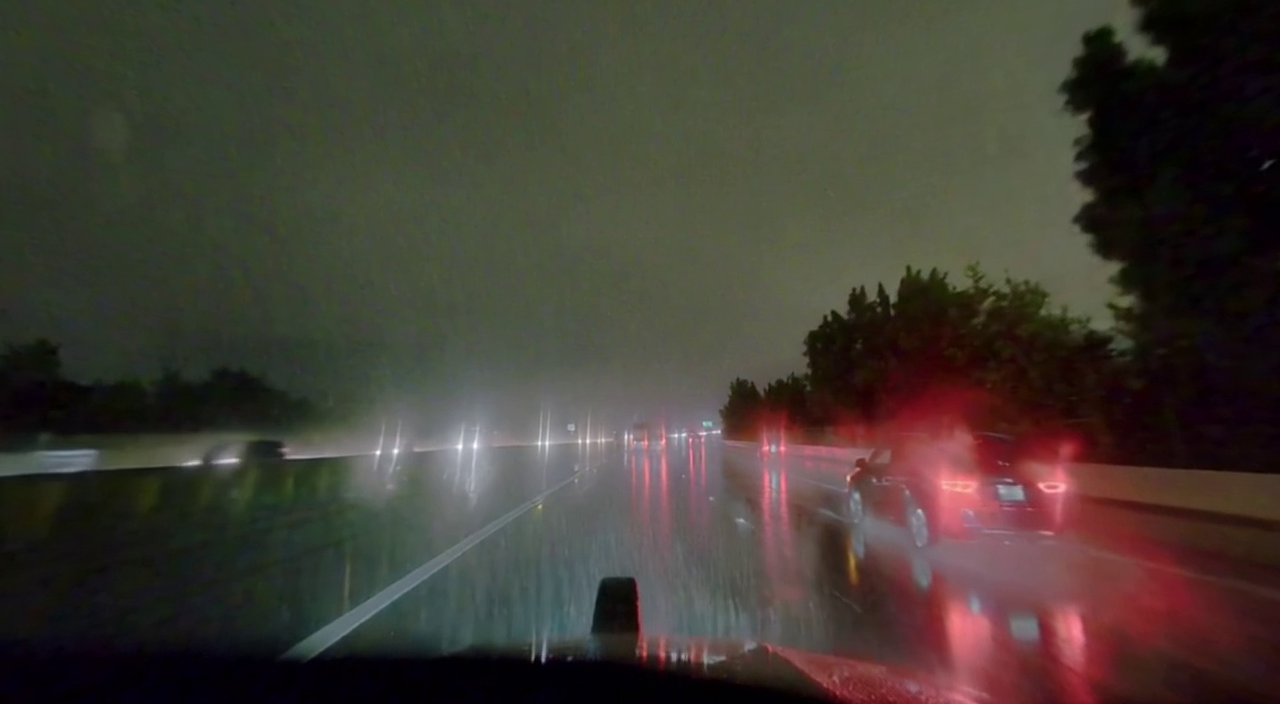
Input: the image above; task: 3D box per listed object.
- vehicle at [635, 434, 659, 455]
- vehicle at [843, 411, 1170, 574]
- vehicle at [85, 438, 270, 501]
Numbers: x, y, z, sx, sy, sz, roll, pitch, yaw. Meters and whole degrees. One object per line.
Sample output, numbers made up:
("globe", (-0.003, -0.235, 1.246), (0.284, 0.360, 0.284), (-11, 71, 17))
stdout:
("vehicle", (0.508, 6.989, 47.516), (1.771, 1.480, 3.781), (0, -8, 0))
("vehicle", (4.128, 1.606, 7.923), (1.834, 1.548, 3.651), (0, -8, -1))
("vehicle", (-12.292, 3.090, 17.156), (1.842, 1.454, 4.299), (0, -8, -1))
